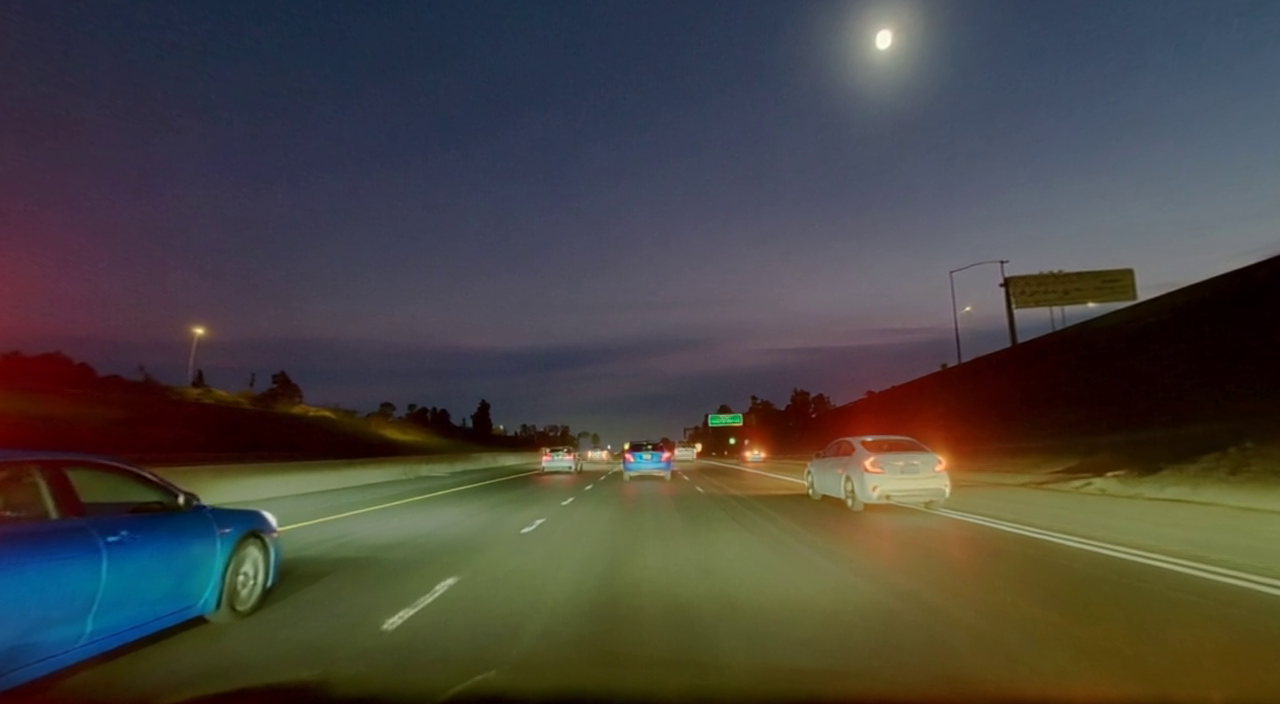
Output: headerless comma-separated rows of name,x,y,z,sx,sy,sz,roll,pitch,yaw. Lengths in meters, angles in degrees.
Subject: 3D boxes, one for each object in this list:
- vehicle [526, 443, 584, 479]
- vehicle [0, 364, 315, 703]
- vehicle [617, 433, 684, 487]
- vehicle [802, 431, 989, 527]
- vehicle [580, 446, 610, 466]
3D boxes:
vehicle,-3.857,5.027,29.313,2.031,1.491,4.145,0,-9,1
vehicle,-3.928,0.935,3.173,2.160,1.639,4.431,0,-9,1
vehicle,0.336,3.834,22.603,2.202,1.748,4.158,0,-9,0
vehicle,5.039,2.548,13.239,2.055,1.656,4.370,0,-9,-1
vehicle,-3.452,8.100,49.269,1.969,1.480,4.077,0,-9,1
